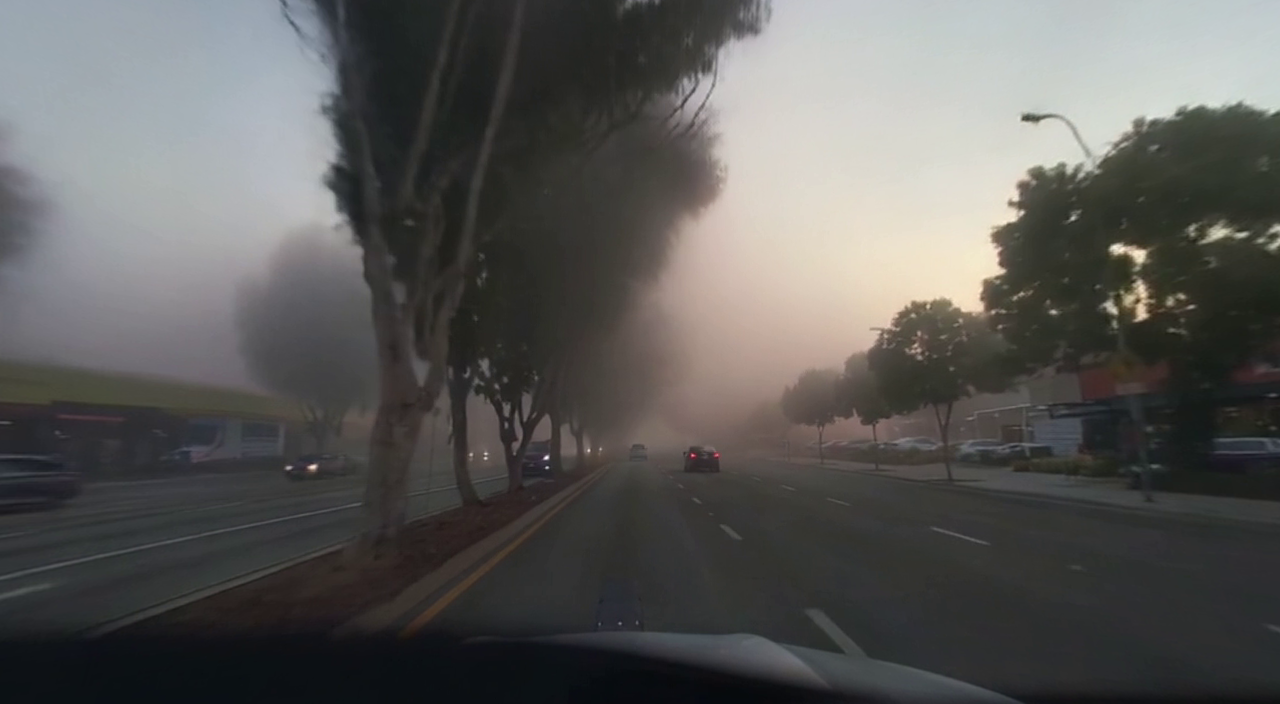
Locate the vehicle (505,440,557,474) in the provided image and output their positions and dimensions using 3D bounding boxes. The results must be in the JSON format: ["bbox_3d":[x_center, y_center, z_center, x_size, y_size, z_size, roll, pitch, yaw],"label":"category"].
[{"bbox_3d":[-5.623,5.494,33.212,2.100,1.639,4.268,0,-9,-2],"label":"vehicle"}]

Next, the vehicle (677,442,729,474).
[{"bbox_3d":[3.116,5.328,32.076,1.983,1.482,4.463,0,-9,-2],"label":"vehicle"}]

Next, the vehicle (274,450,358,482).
[{"bbox_3d":[-16.310,5.750,32.070,1.989,1.466,4.349,0,-9,0],"label":"vehicle"}]

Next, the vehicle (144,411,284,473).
[{"bbox_3d":[-27.822,6.009,42.030,2.804,3.714,8.815,0,-9,2],"label":"vehicle"}]
